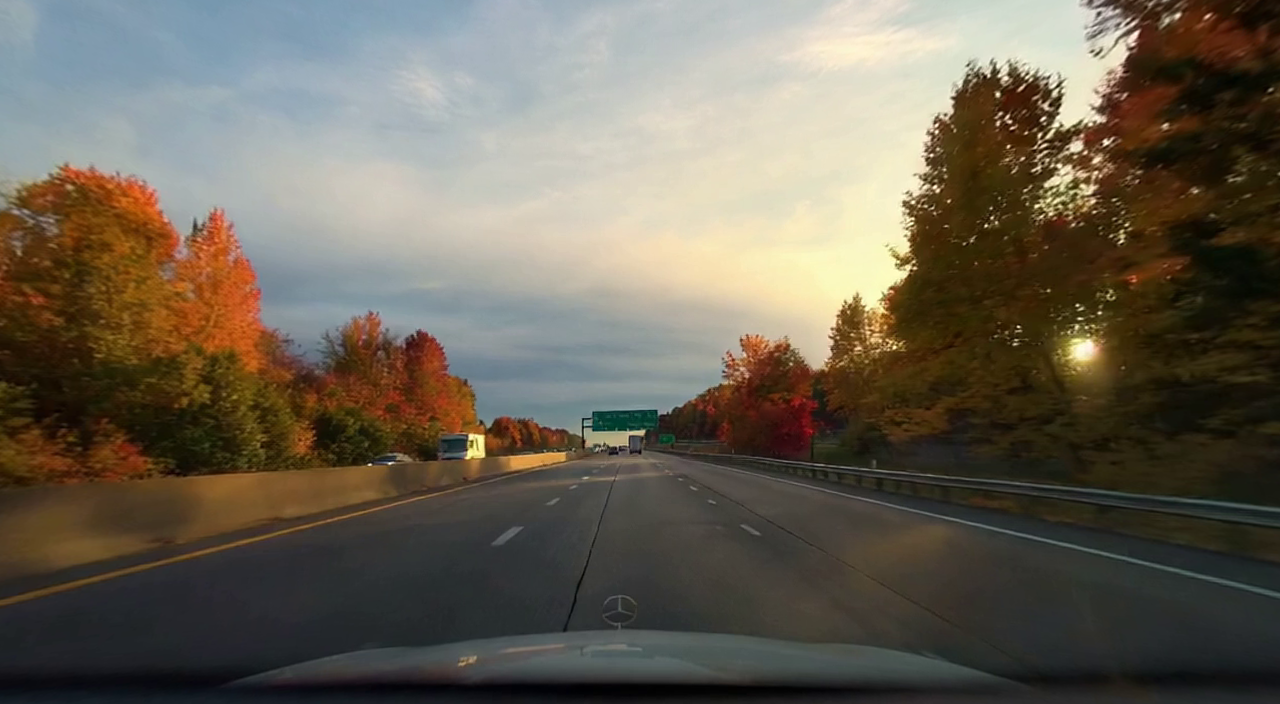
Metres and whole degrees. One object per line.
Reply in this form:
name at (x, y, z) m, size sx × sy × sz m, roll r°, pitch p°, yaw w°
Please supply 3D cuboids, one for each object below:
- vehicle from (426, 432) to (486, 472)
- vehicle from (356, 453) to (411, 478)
vehicle at (-13.323, 7.293, 45.852) m, size 2.347 × 2.651 × 6.933 m, roll 0°, pitch -9°, yaw -1°
vehicle at (-16.940, 7.523, 41.666) m, size 1.850 × 1.516 × 4.378 m, roll 0°, pitch -9°, yaw -1°
